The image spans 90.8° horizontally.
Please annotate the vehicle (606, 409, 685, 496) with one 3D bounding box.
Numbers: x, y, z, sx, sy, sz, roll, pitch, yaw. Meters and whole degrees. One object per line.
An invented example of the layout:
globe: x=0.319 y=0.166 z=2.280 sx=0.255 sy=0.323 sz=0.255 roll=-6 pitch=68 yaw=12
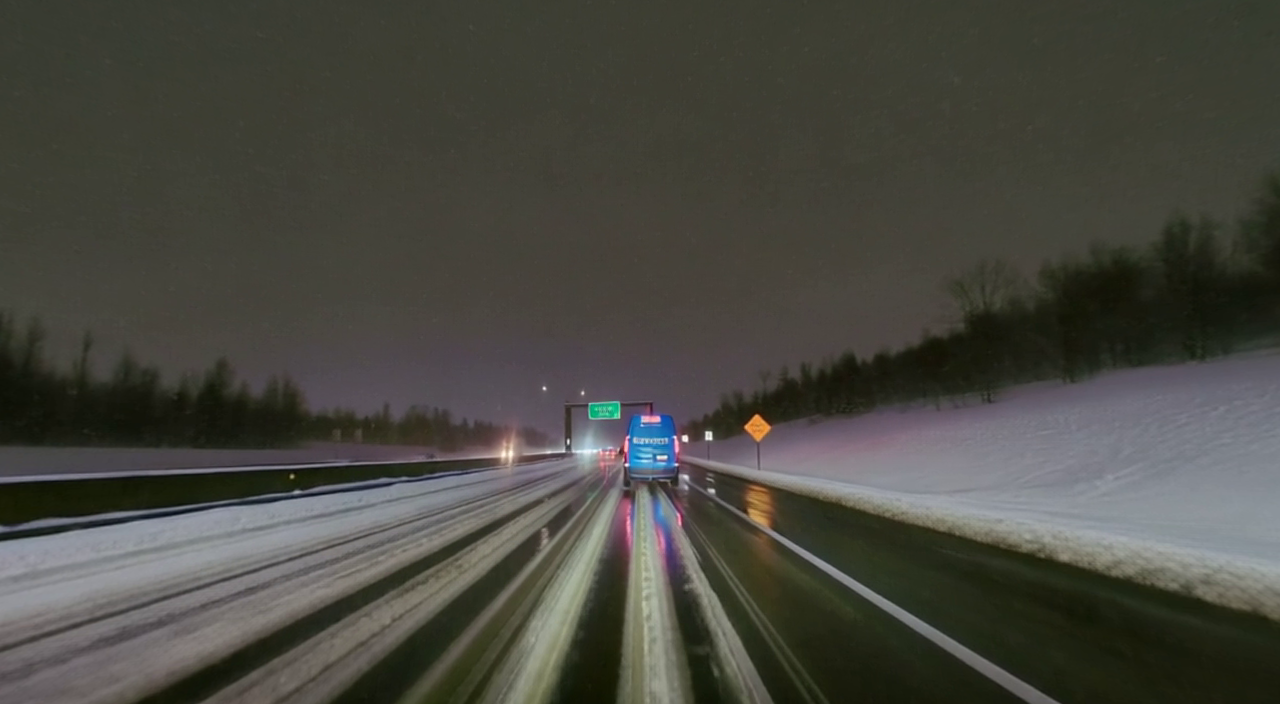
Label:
vehicle: x=0.068 y=3.399 z=21.484 sx=2.332 sy=2.558 sz=5.314 roll=0 pitch=-9 yaw=-2
